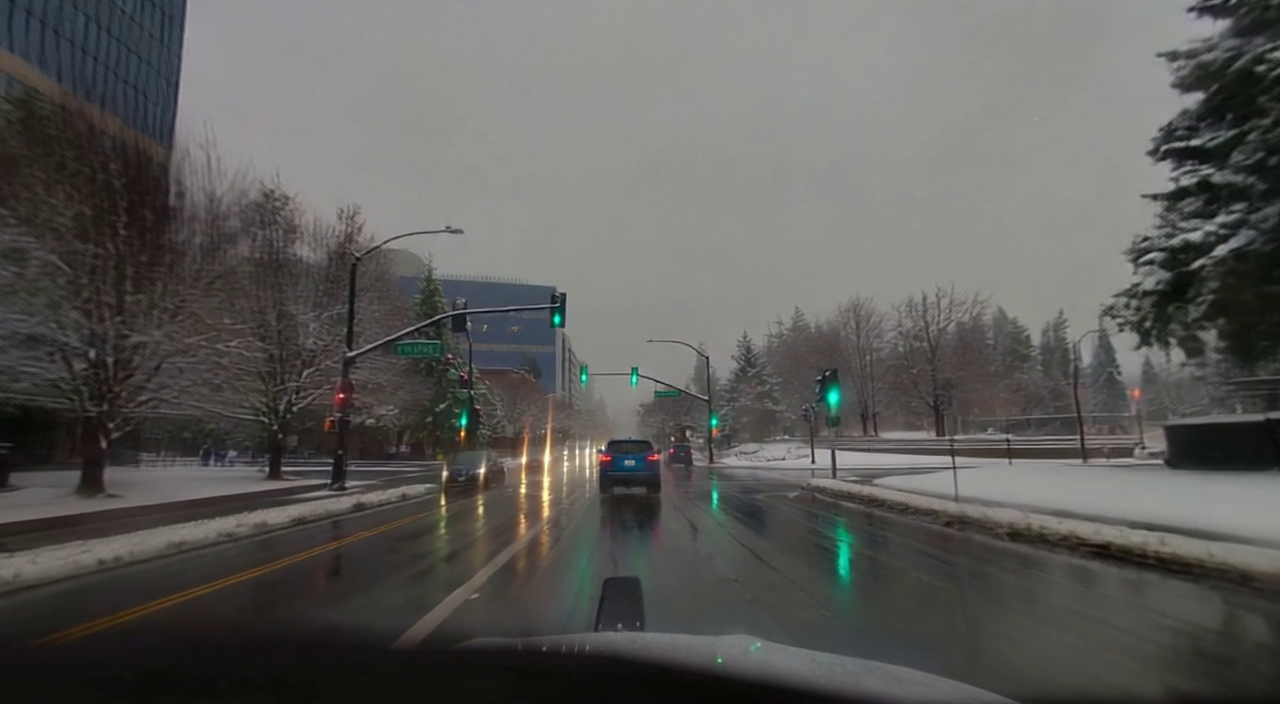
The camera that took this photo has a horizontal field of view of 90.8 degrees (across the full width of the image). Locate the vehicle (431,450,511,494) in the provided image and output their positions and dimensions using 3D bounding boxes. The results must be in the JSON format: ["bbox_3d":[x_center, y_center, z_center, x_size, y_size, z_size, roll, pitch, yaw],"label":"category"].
[{"bbox_3d":[-6.386,4.561,24.425,1.908,1.475,4.337,0,-9,0],"label":"vehicle"}]

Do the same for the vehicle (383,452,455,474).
[{"bbox_3d":[-16.366,8.215,46.889,4.588,1.582,1.980,6,-11,-33],"label":"vehicle"}]

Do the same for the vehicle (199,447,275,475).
[{"bbox_3d":[-26.500,7.146,41.567,4.393,1.730,2.151,-5,-9,26],"label":"vehicle"}]

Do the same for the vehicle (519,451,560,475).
[{"bbox_3d":[-6.693,7.425,42.493,1.934,1.476,4.457,0,-9,1],"label":"vehicle"}]

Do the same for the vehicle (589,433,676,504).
[{"bbox_3d":[-0.245,3.233,17.929,2.183,1.765,4.059,0,-9,-1],"label":"vehicle"}]
